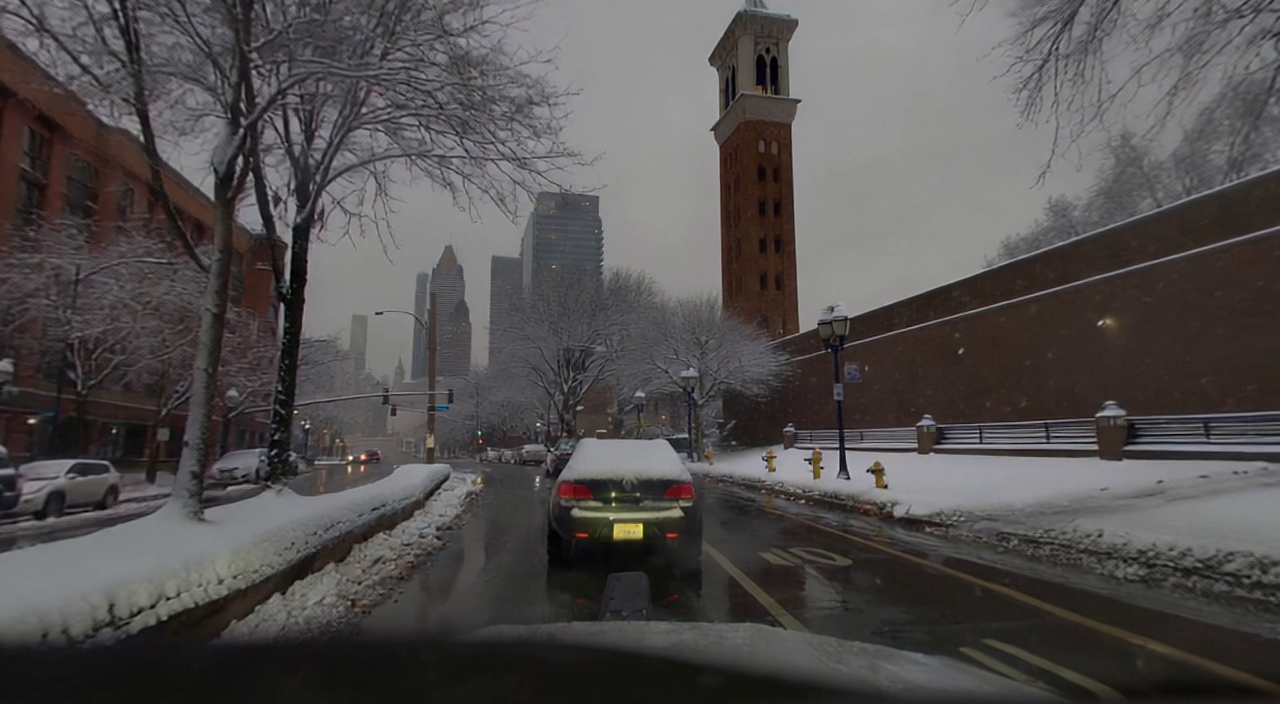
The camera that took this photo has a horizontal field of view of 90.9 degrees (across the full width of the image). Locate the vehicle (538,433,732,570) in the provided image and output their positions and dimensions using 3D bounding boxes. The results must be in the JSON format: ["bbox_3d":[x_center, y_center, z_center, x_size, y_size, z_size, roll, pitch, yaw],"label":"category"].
[{"bbox_3d":[-0.237,1.939,9.022,2.142,1.475,4.051,1,-8,-6],"label":"vehicle"}]
